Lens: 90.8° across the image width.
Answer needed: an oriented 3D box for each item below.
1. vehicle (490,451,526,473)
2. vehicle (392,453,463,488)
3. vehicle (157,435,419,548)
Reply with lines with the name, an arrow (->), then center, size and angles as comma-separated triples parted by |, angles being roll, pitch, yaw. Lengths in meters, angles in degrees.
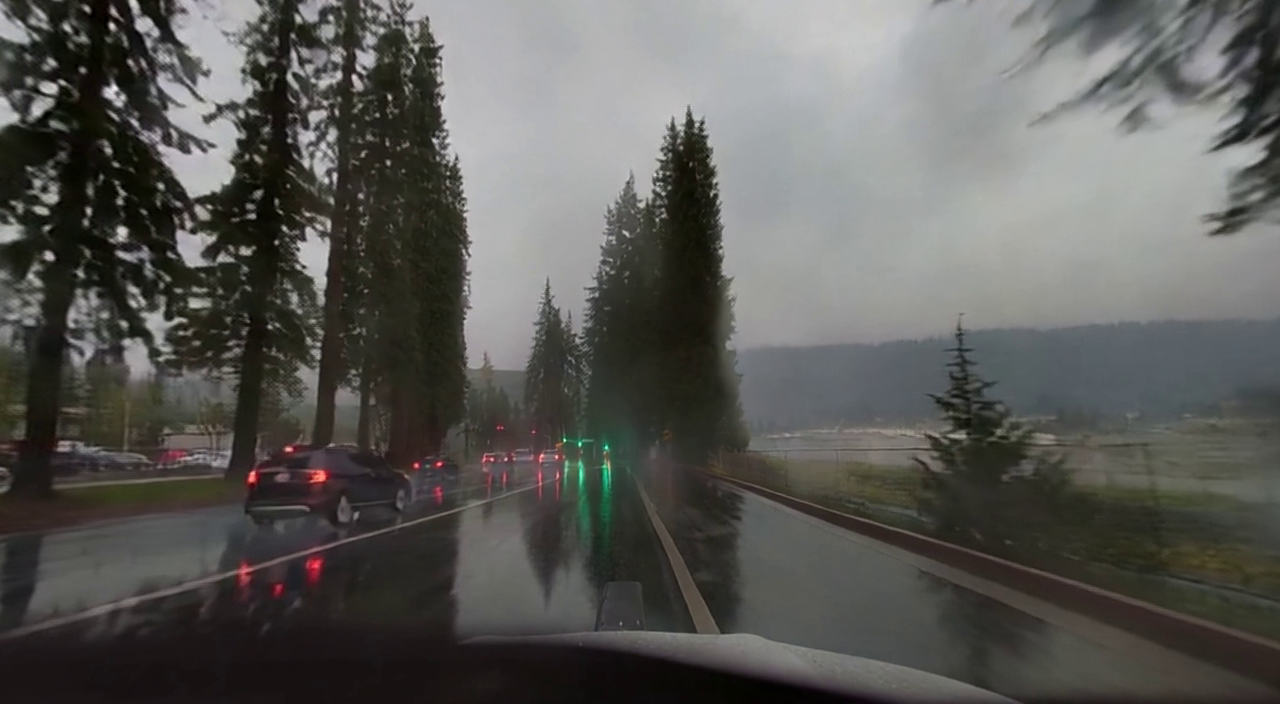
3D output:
vehicle -> -10.220, 8.518, 49.111 | 1.886, 1.535, 4.742 | 0, -8, -1
vehicle -> -10.059, 5.612, 30.301 | 1.781, 1.476, 4.513 | 0, -8, 1
vehicle -> -6.321, 2.519, 12.216 | 2.210, 1.737, 4.649 | -1, -8, 3
